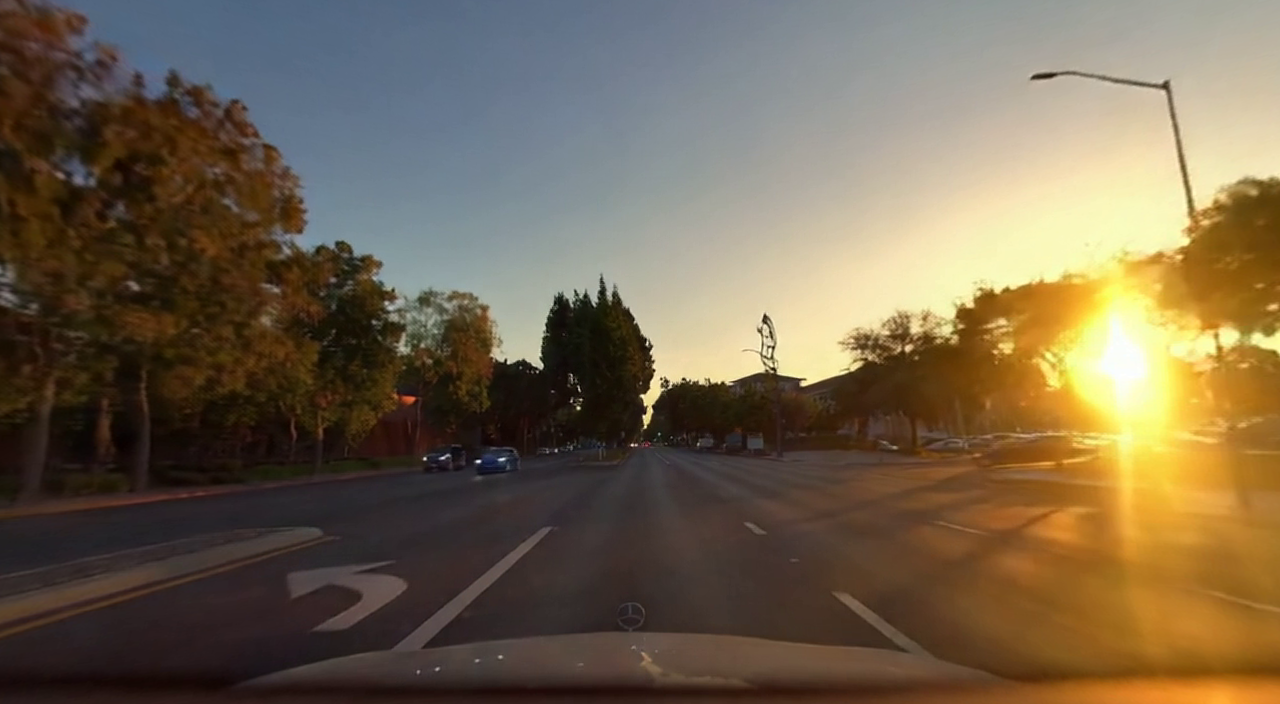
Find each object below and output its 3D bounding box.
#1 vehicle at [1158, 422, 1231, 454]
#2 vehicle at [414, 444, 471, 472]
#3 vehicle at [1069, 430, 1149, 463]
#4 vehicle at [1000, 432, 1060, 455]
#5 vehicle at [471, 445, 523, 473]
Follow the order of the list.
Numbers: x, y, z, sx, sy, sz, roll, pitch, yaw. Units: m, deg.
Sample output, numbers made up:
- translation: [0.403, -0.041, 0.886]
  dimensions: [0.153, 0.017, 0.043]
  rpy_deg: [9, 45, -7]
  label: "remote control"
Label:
- translation: [36.636, 5.668, 41.598]
  dimensions: [5.504, 1.957, 2.290]
  rpy_deg: [4, -10, -37]
  label: "vehicle"
- translation: [-14.872, 8.015, 47.918]
  dimensions: [2.209, 1.931, 5.813]
  rpy_deg: [-1, -8, 3]
  label: "vehicle"
- translation: [24.988, 5.013, 33.535]
  dimensions: [4.512, 1.648, 1.938]
  rpy_deg: [5, -10, -34]
  label: "vehicle"
- translation: [30.309, 7.094, 48.945]
  dimensions: [5.036, 1.698, 2.031]
  rpy_deg: [6, -10, -35]
  label: "vehicle"
- translation: [-8.036, 6.045, 35.860]
  dimensions: [1.911, 1.499, 4.032]
  rpy_deg: [-1, -8, 2]
  label: "vehicle"
